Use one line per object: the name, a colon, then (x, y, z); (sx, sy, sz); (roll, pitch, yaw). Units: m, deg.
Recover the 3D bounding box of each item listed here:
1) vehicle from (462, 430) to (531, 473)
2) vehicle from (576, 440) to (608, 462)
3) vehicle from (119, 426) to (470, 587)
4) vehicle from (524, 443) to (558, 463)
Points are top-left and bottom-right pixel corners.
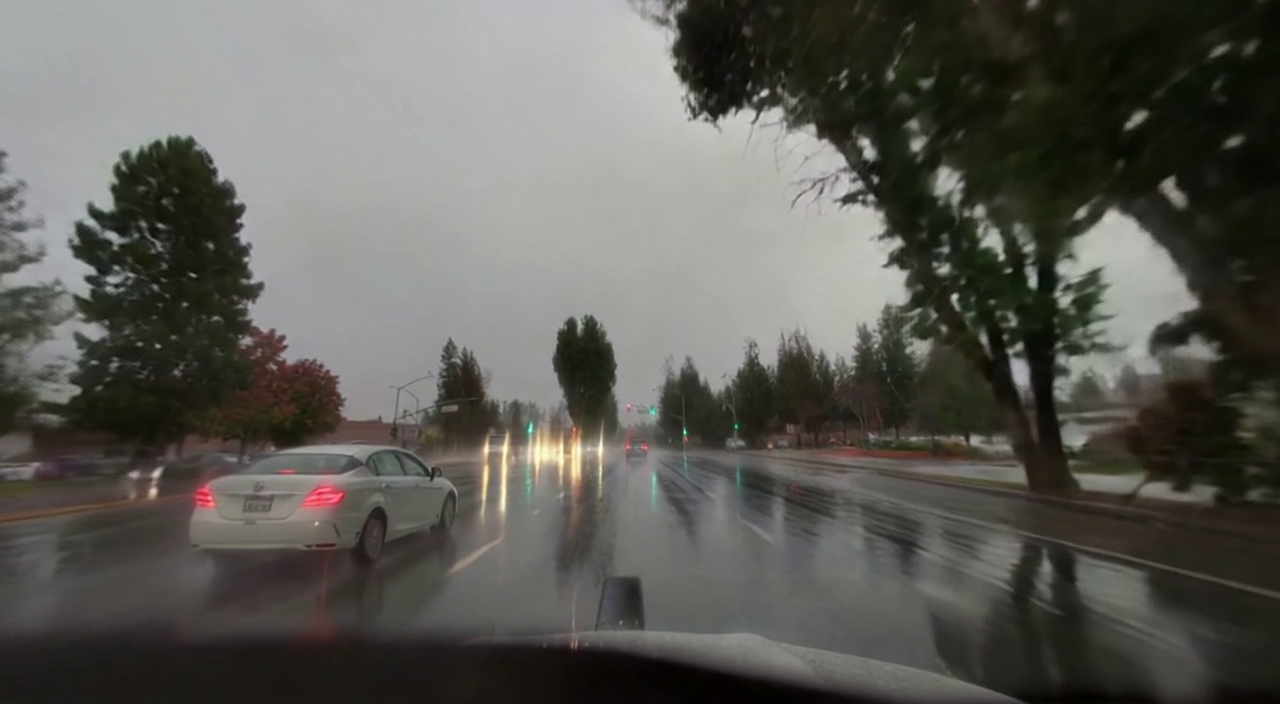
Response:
vehicle: (-7.449, 5.285, 33.628); (2.274, 2.040, 6.031); (1, -9, 0)
vehicle: (-3.591, 7.521, 48.085); (2.103, 1.592, 4.160); (0, -9, 1)
vehicle: (-3.705, 1.724, 7.927); (1.905, 1.418, 4.396); (1, -9, 0)
vehicle: (-7.769, 7.993, 49.977); (1.920, 1.456, 4.534); (0, -9, 0)
